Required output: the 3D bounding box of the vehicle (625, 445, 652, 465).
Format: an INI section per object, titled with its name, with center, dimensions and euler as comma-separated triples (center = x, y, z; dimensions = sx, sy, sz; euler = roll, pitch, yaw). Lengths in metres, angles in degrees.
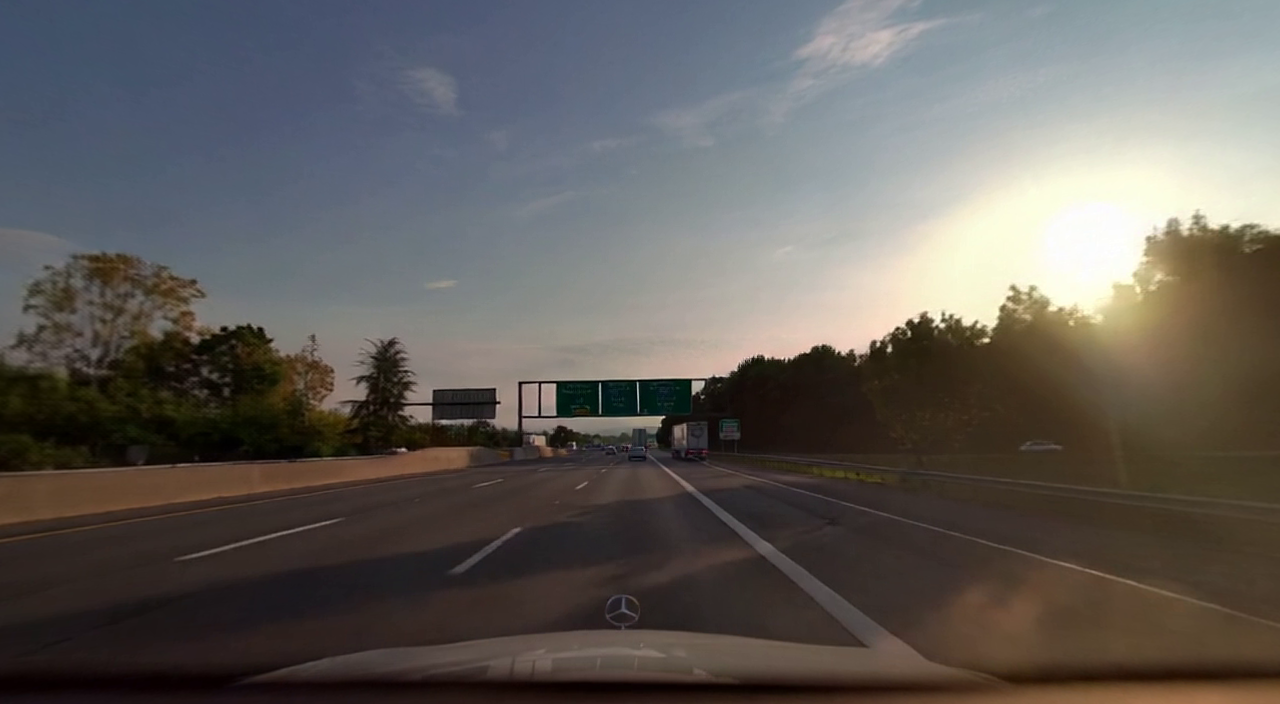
[vehicle]
center = -0.130, 7.975, 48.928
dimensions = 1.972, 1.492, 3.697
euler = 0, -9, 0
